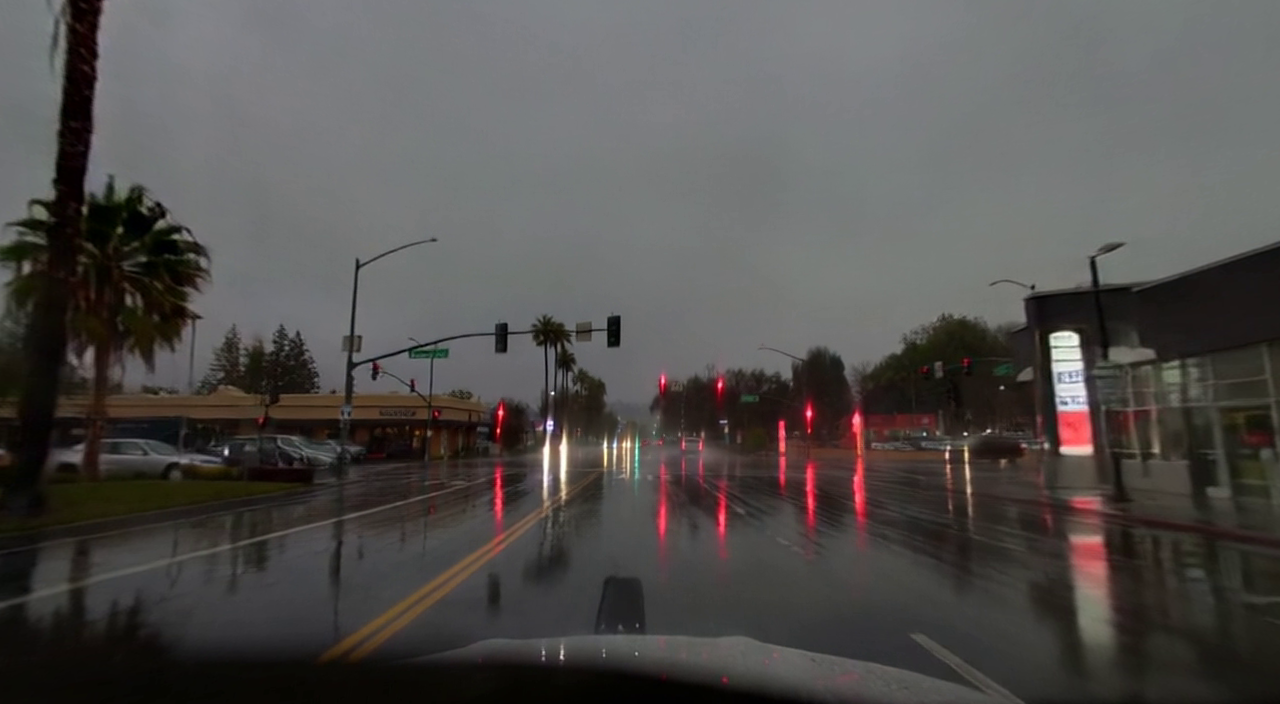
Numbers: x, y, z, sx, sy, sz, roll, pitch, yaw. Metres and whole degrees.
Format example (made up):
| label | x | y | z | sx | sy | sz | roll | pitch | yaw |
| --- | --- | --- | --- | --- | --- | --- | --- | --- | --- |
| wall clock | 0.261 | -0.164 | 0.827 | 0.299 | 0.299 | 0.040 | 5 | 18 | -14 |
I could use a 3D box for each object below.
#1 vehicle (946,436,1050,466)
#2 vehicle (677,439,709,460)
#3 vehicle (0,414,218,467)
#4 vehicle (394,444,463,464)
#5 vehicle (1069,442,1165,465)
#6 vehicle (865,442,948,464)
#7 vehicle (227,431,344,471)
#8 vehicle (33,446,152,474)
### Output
| label | x | y | z | sx | sy | sz | roll | pitch | yaw |
| --- | --- | --- | --- | --- | --- | --- | --- | --- | --- |
| vehicle | 23.355 | 6.448 | 41.187 | 5.509 | 1.873 | 2.123 | 0 | -9 | -2 |
| vehicle | 4.009 | 7.489 | 48.241 | 2.065 | 1.507 | 4.225 | 0 | -8 | -1 |
| vehicle | -35.490 | 5.844 | 41.745 | 12.726 | 3.308 | 3.114 | 0 | -7 | 0 |
| vehicle | -16.305 | 7.869 | 48.572 | 4.791 | 1.487 | 2.002 | 4 | -10 | -27 |
| vehicle | 31.283 | 6.664 | 41.361 | 4.701 | 1.463 | 1.989 | 0 | -9 | -2 |
| vehicle | 18.891 | 7.191 | 44.801 | 4.977 | 1.508 | 1.948 | 0 | -9 | 0 |
| vehicle | -19.020 | 5.351 | 33.978 | 4.901 | 2.064 | 2.296 | 0 | -8 | 0 |
| vehicle | -29.456 | 5.827 | 33.977 | 4.538 | 1.446 | 2.028 | 0 | -8 | 1 |
